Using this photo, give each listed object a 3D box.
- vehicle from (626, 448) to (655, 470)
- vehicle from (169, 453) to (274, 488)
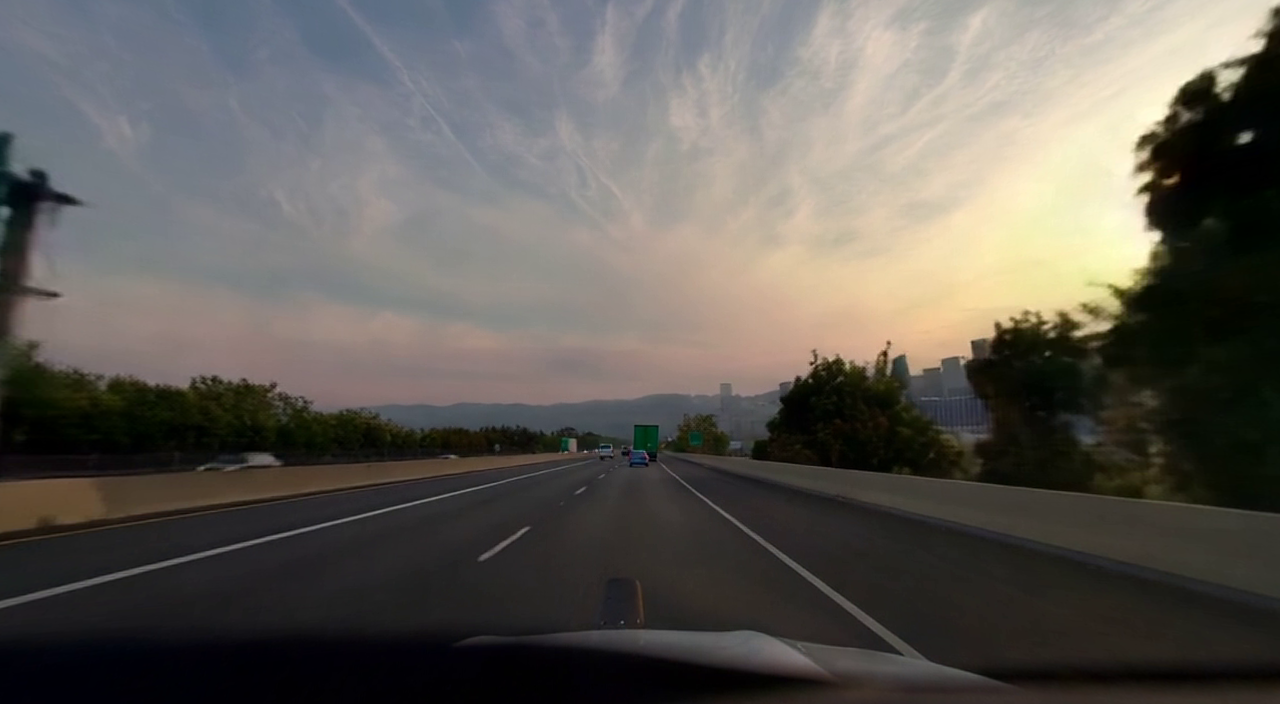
[{"bbox_3d":[0.054,8.110,47.927,2.094,1.559,3.945,-1,-9,0],"label":"vehicle"},{"bbox_3d":[-19.939,5.636,30.289,1.859,1.499,4.524,-1,-9,2],"label":"vehicle"}]
